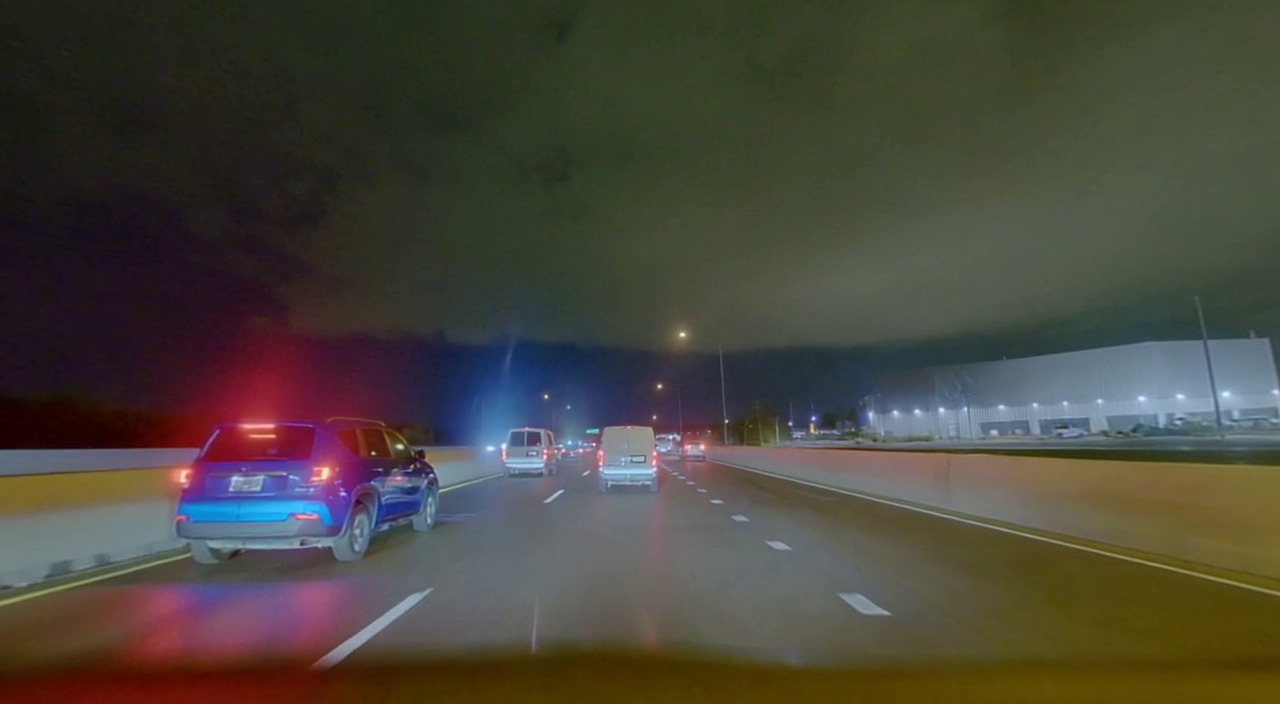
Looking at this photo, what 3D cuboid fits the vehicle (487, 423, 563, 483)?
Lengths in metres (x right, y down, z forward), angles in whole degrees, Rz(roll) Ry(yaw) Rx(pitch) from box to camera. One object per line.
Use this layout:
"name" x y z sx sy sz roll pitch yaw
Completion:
"vehicle" -4.095 3.666 23.119 2.038 1.936 4.300 0 -8 -1

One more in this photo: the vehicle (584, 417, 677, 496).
"vehicle" -0.298 2.902 17.883 2.304 1.925 4.282 0 -8 -1

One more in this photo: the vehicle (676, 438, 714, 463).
"vehicle" 3.600 6.490 41.621 1.999 1.494 3.833 0 -8 -3

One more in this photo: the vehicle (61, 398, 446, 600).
"vehicle" -3.992 1.562 7.638 1.972 1.703 4.333 0 -8 -1
